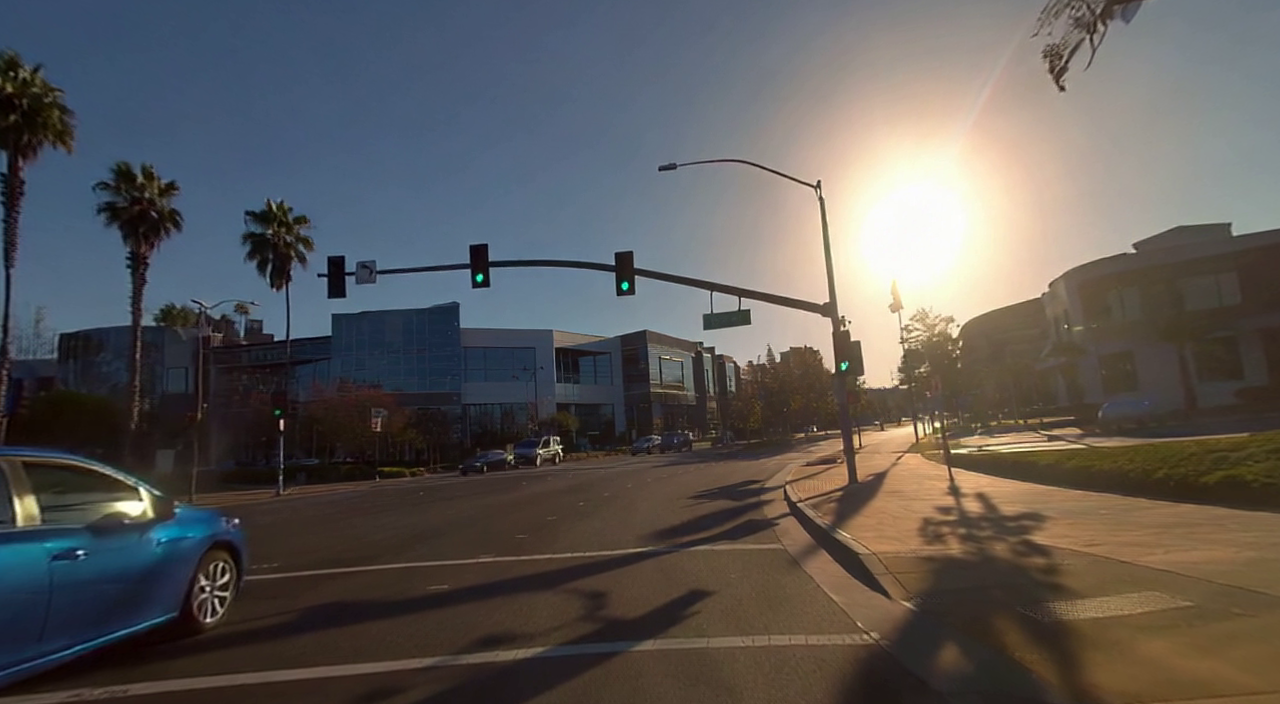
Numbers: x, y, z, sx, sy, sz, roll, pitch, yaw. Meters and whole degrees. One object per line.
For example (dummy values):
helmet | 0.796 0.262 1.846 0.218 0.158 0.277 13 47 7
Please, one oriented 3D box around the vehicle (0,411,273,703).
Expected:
vehicle | -3.322 0.871 1.640 2.071 1.482 4.446 0 -9 0

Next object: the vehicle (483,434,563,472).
vehicle | -5.863 5.162 32.370 2.181 1.792 4.648 -3 -9 16
